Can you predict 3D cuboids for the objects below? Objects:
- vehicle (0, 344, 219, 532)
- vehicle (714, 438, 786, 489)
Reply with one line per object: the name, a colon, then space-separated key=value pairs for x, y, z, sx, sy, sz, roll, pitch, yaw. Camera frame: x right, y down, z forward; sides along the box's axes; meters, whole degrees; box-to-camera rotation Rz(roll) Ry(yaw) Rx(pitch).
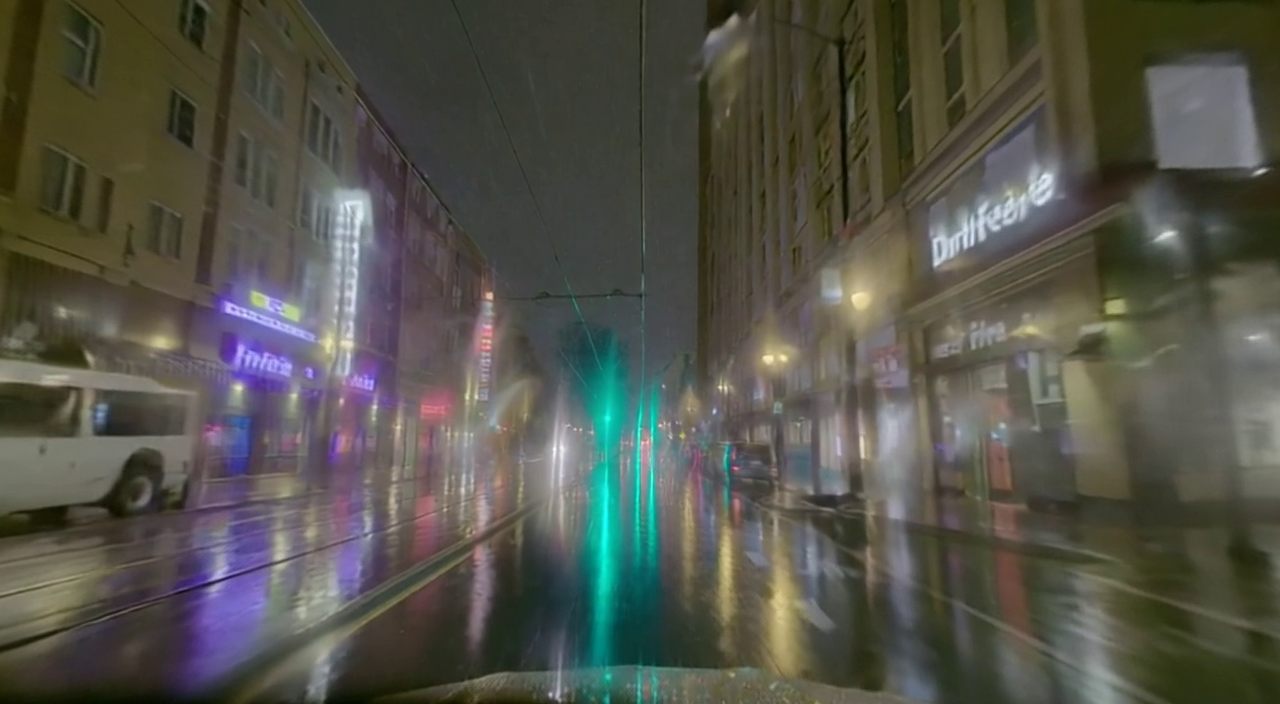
vehicle: x=-10.663 y=1.369 z=10.077 sx=2.378 sy=2.765 sz=7.920 roll=1 pitch=-8 yaw=-1
vehicle: x=3.571 y=3.656 z=21.081 sx=1.819 sy=1.546 sz=3.681 roll=0 pitch=-8 yaw=1
